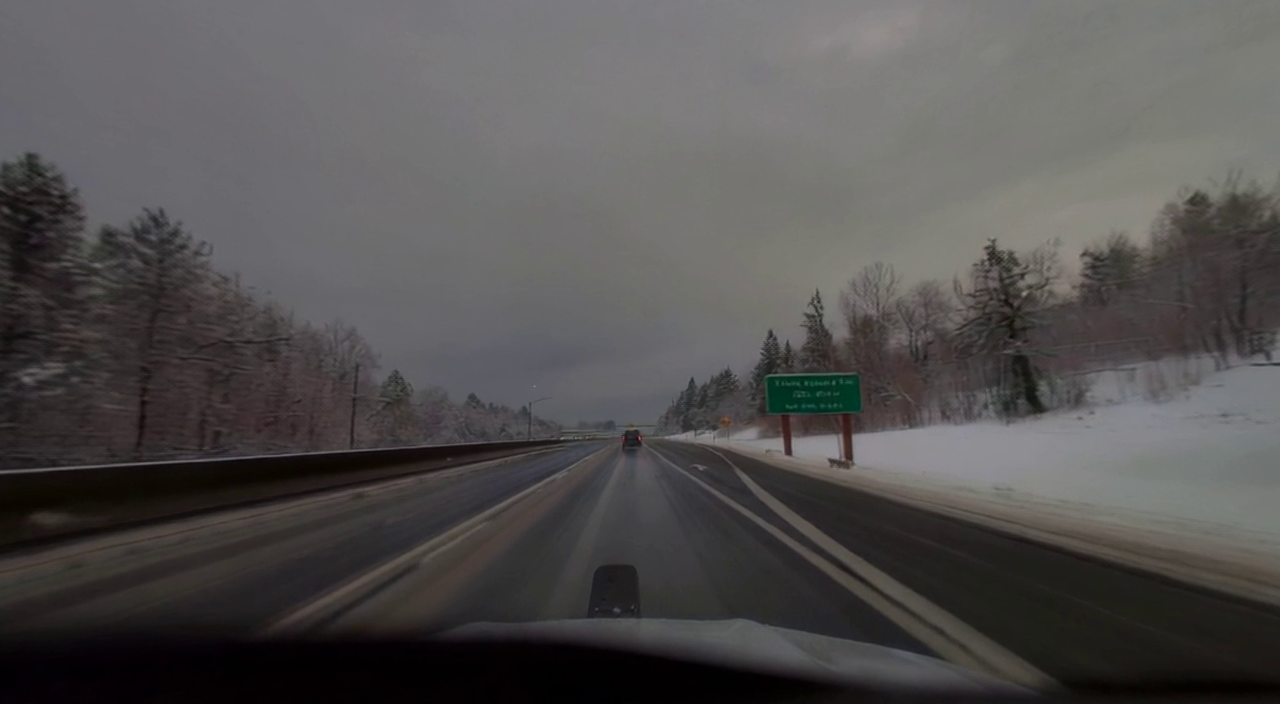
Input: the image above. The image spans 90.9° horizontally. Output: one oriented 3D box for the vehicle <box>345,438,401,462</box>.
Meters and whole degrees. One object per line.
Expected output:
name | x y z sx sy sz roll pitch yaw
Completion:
vehicle | -17.879 6.557 42.454 1.817 1.479 4.483 0 -8 0
